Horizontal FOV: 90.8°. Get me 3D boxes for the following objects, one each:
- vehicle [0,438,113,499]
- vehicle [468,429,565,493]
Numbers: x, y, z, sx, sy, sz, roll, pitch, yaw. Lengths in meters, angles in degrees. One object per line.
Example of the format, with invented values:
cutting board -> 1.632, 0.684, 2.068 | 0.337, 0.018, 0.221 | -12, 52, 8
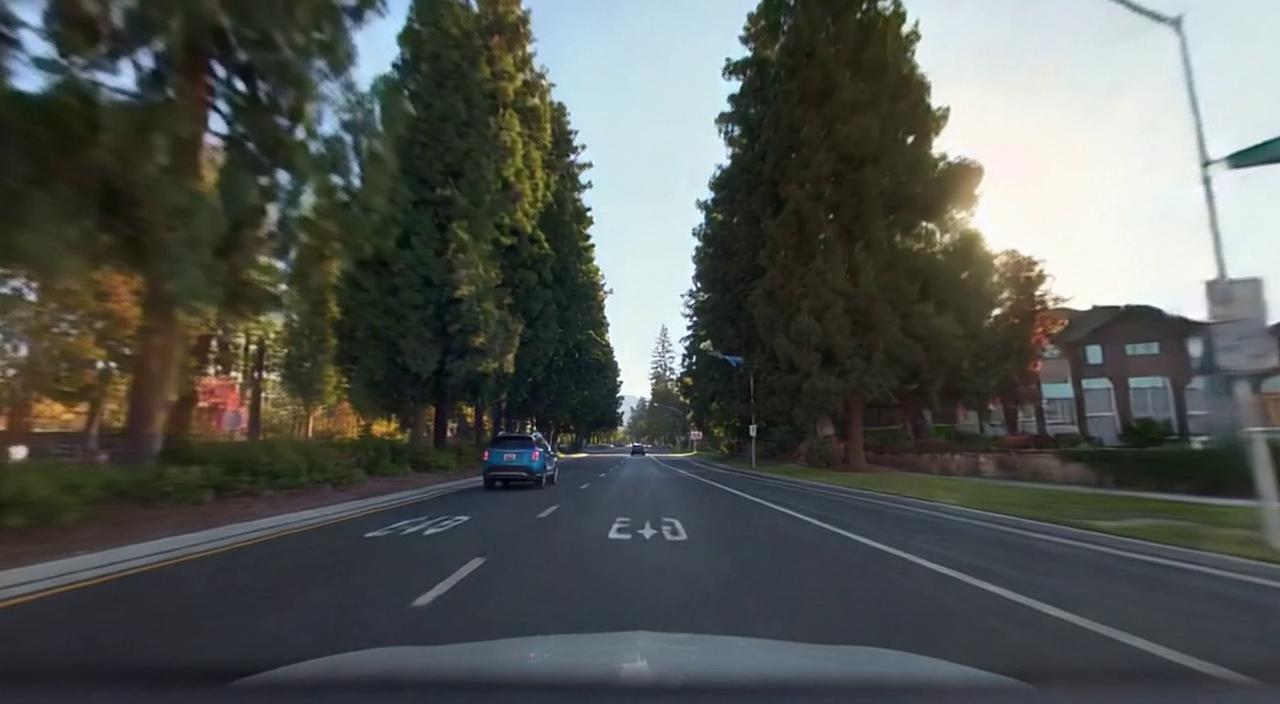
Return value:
vehicle -> -25.831, 4.590, 25.152 | 2.691, 2.305, 8.031 | 0, -8, 1
vehicle -> -3.659, 3.326, 19.571 | 2.078, 1.748, 4.279 | 0, -8, 0
